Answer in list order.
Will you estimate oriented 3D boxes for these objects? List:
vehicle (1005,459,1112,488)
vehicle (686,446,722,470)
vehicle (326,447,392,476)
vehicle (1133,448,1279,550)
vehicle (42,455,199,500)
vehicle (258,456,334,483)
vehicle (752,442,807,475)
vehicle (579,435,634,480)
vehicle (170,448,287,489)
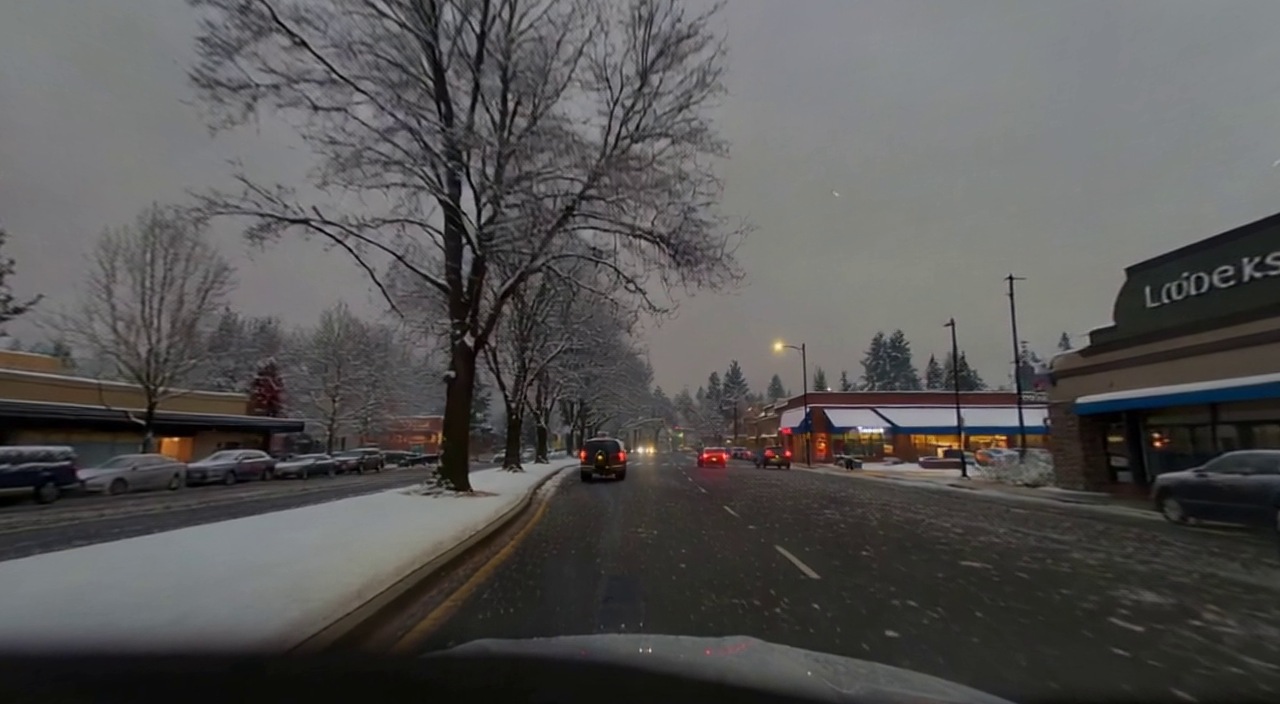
[{"bbox_3d":[27.939,8.108,42.215,5.680,1.772,2.071,0,-9,-3],"label":"vehicle"},{"bbox_3d":[4.142,6.909,41.313,1.886,1.464,4.290,0,-9,0],"label":"vehicle"},{"bbox_3d":[-18.823,7.343,42.497,1.914,1.785,5.408,0,-8,0],"label":"vehicle"},{"bbox_3d":[10.477,2.211,9.585,2.092,1.473,4.813,0,-9,1],"label":"vehicle"},{"bbox_3d":[-19.193,4.623,23.659,1.985,1.463,4.603,0,-8,-1],"label":"vehicle"},{"bbox_3d":[-18.848,6.432,34.783,1.737,1.349,4.014,0,-9,3],"label":"vehicle"},{"bbox_3d":[7.717,5.924,35.336,2.040,1.738,4.414,0,-9,0],"label":"vehicle"},{"bbox_3d":[-1.584,4.815,29.051,2.344,1.863,4.665,1,-9,-4],"label":"vehicle"},{"bbox_3d":[-19.088,5.385,29.585,2.137,1.723,4.850,0,-8,1],"label":"vehicle"}]
